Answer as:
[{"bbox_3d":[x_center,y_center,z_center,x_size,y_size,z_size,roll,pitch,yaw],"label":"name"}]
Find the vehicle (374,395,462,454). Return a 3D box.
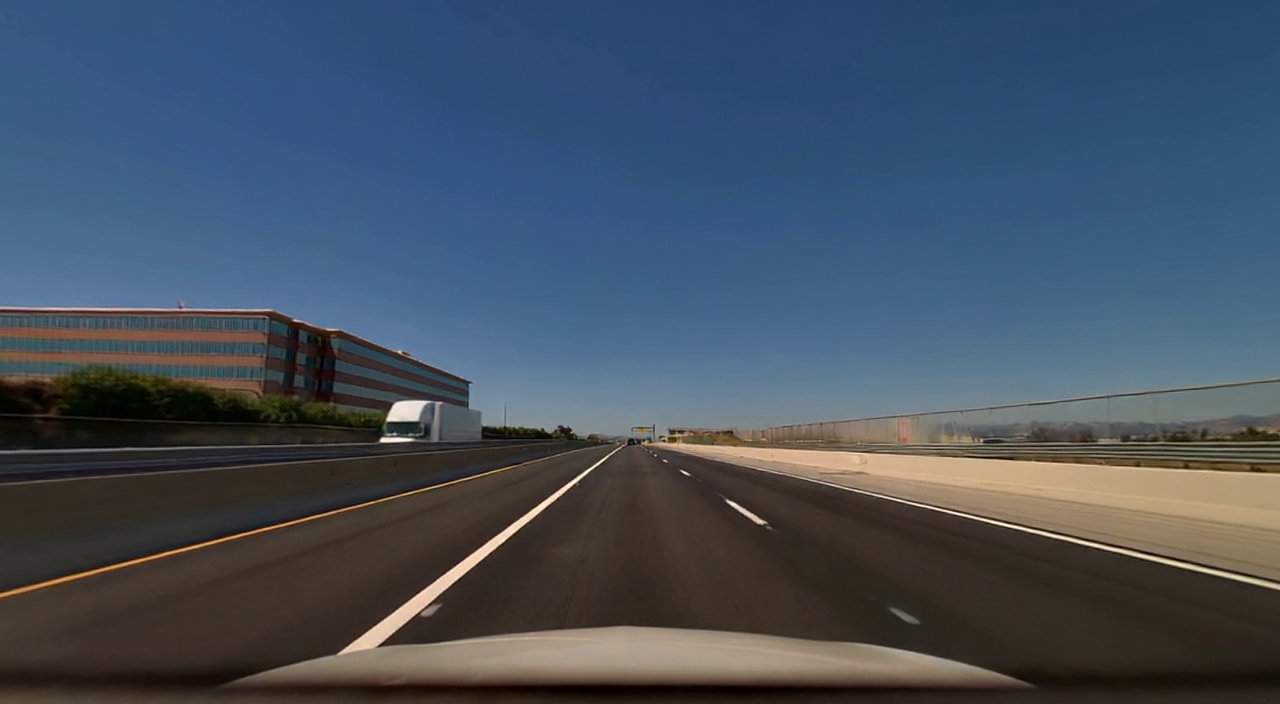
[{"bbox_3d":[-16.108,5.492,46.746,2.898,3.893,10.289,0,-8,-1],"label":"vehicle"}]
